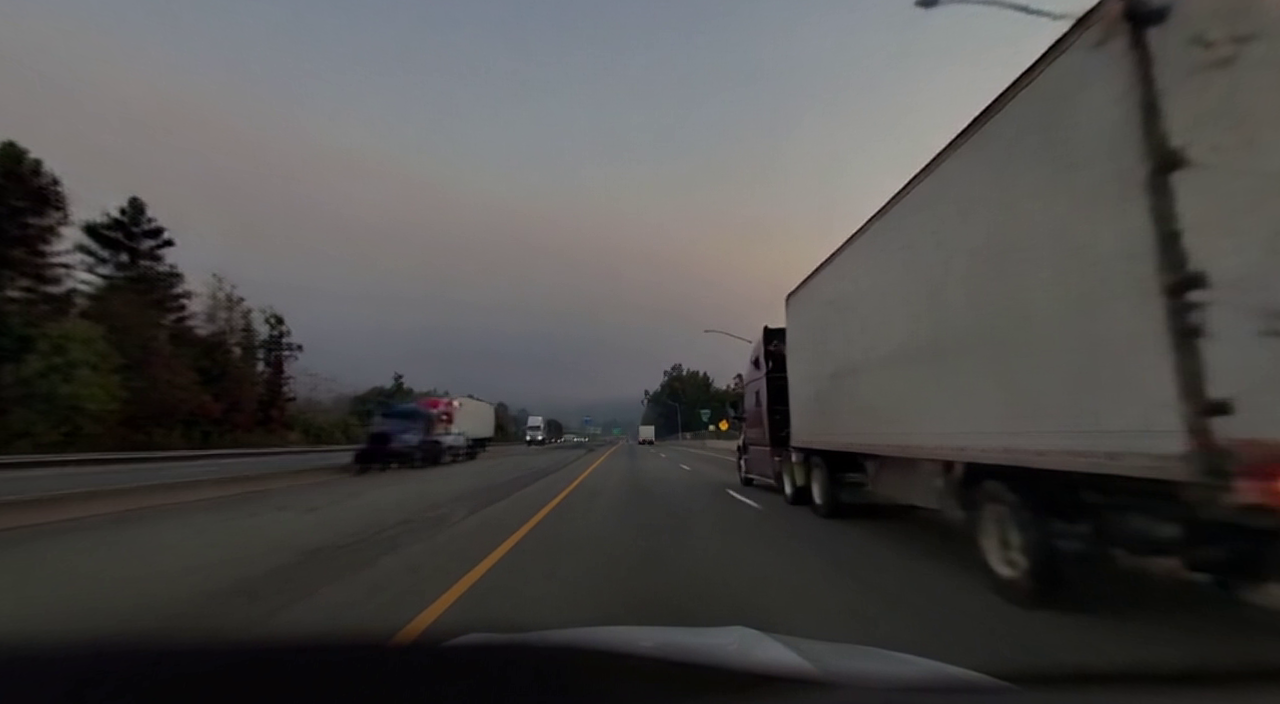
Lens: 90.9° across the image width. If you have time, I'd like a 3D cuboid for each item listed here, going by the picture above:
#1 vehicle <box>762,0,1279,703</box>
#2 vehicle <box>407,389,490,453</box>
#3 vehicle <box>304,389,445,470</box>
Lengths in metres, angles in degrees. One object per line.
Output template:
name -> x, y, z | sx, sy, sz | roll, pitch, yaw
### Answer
vehicle -> 3.952, 0.174, 6.866 | 2.911, 3.994, 10.840 | 0, -8, -1
vehicle -> -13.088, 4.938, 44.174 | 2.933, 4.039, 9.567 | 0, -8, -1
vehicle -> -9.594, 2.942, 23.737 | 2.261, 2.615, 6.889 | 0, -8, 0
